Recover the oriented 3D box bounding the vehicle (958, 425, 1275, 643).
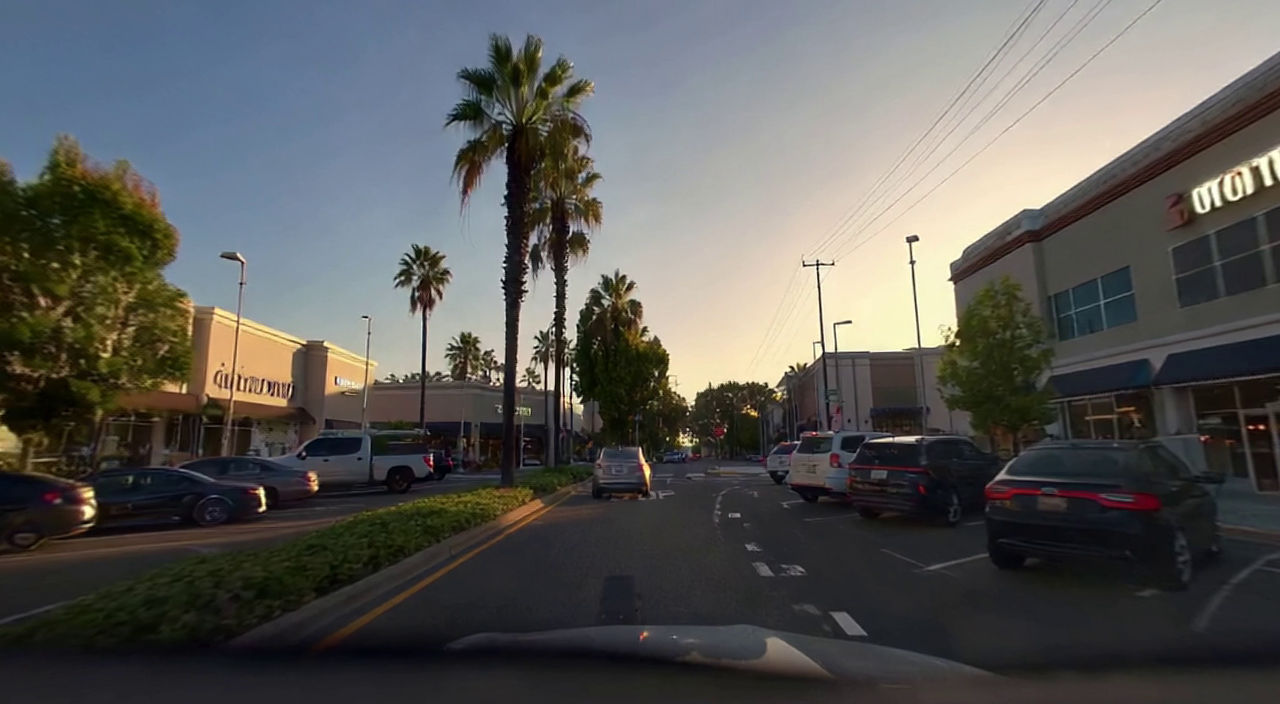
[{"bbox_3d":[5.280,1.606,6.704,4.769,1.478,1.836,8,-12,-44],"label":"vehicle"}]

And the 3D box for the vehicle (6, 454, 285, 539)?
[{"bbox_3d":[-10.141,2.915,13.360,4.266,1.458,1.976,7,-11,-37],"label":"vehicle"}]

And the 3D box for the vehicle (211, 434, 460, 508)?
[{"bbox_3d":[-9.938,3.875,21.219,6.873,2.051,2.823,8,-12,-43],"label":"vehicle"}]

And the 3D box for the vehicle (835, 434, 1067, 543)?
[{"bbox_3d":[5.409,2.211,10.829,4.105,1.509,1.839,7,-11,-37],"label":"vehicle"}]

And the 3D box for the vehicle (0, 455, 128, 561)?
[{"bbox_3d":[-10.449,2.267,9.214,2.093,1.470,4.286,-9,-12,44],"label":"vehicle"}]

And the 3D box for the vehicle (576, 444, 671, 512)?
[{"bbox_3d":[-0.282,3.115,16.110,2.031,1.479,3.969,-1,-9,4],"label":"vehicle"}]
